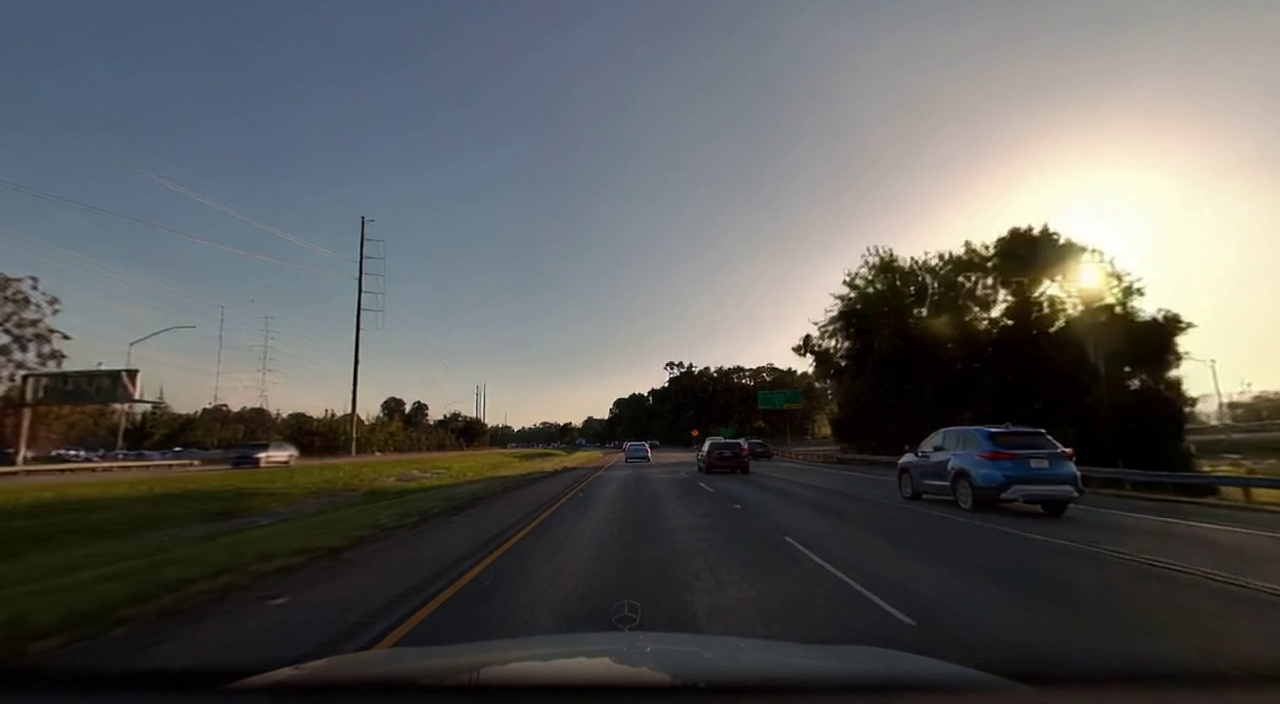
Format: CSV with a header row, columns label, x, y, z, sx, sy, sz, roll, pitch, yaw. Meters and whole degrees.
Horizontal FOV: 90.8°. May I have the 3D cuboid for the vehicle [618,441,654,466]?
label,x,y,z,sx,sy,sz,roll,pitch,yaw
vehicle,-0.284,6.270,39.125,2.085,1.449,3.860,0,-8,-1

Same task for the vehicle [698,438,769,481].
label,x,y,z,sx,sy,sz,roll,pitch,yaw
vehicle,3.550,4.172,24.831,1.978,1.488,4.252,0,-8,-2

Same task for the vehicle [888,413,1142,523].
label,x,y,z,sx,sy,sz,roll,pitch,yaw
vehicle,7.126,2.261,12.843,2.114,1.800,4.779,0,-8,-1

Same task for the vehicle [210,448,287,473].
label,x,y,z,sx,sy,sz,roll,pitch,yaw
vehicle,-24.949,6.891,40.517,1.864,1.444,4.875,0,-8,-1
